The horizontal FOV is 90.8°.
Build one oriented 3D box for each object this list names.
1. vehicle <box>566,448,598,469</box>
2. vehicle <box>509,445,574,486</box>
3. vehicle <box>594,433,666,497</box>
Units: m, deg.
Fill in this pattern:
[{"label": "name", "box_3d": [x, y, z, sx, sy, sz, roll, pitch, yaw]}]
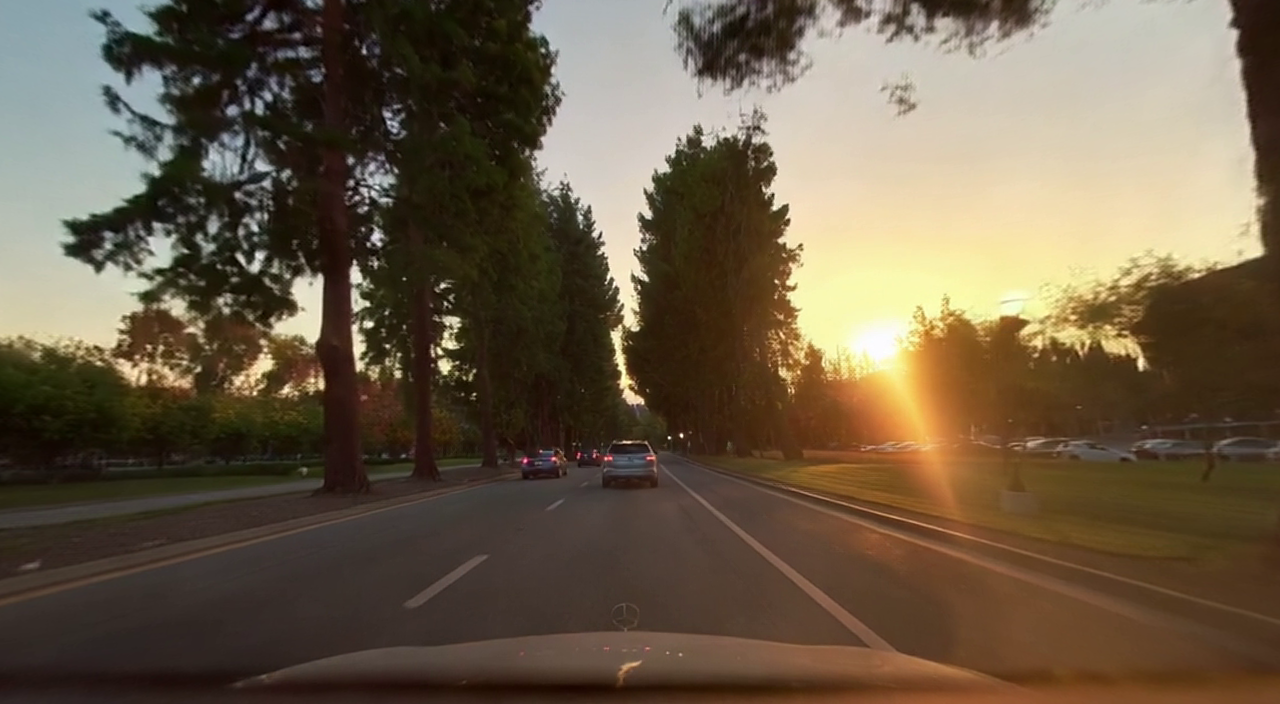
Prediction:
[{"label": "vehicle", "box_3d": [-4.240, 7.890, 47.047, 1.959, 1.485, 4.452, 0, -8, 0]}, {"label": "vehicle", "box_3d": [-3.974, 4.618, 26.104, 1.936, 1.538, 4.016, 0, -8, 1]}, {"label": "vehicle", "box_3d": [-0.295, 3.480, 19.842, 2.018, 1.769, 3.897, 0, -8, 0]}]
